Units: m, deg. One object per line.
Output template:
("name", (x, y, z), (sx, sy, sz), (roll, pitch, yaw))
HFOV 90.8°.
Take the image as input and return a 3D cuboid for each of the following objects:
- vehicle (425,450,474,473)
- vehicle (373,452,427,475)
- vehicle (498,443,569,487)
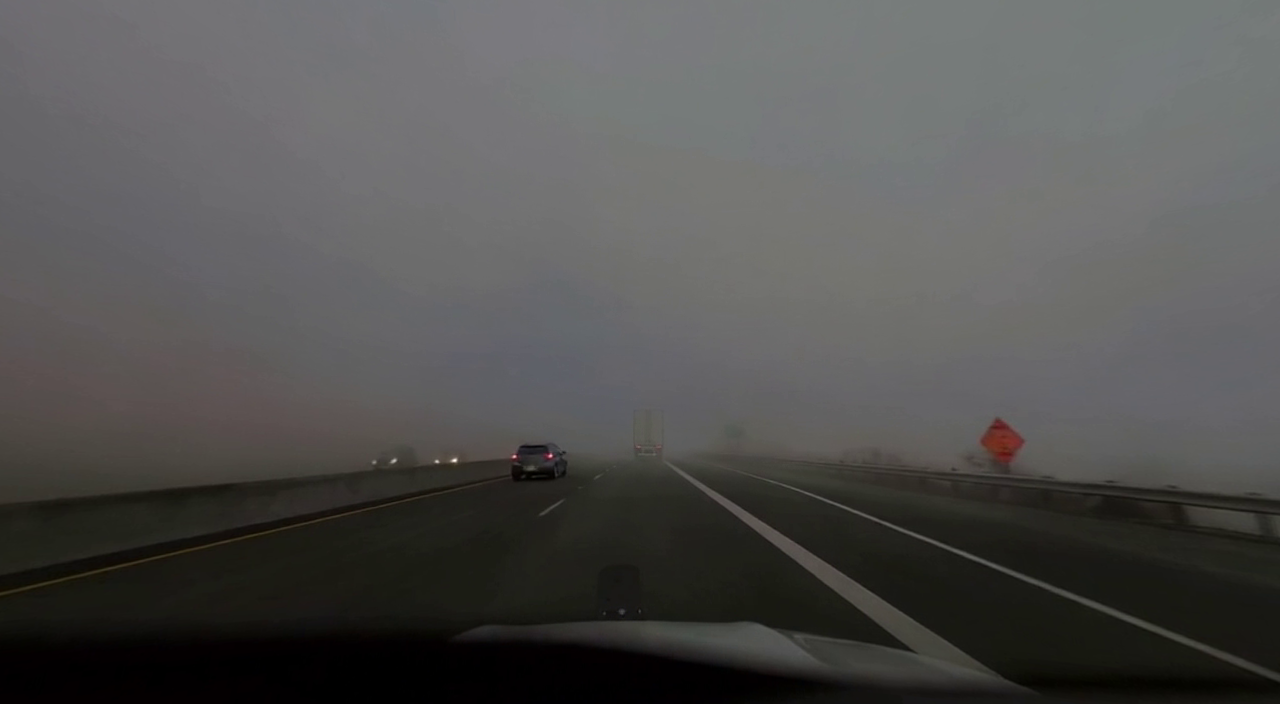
("vehicle", (-13.078, 7.518, 43.557), (1.958, 1.438, 4.420), (0, -9, 1))
("vehicle", (-17.068, 7.900, 45.119), (1.993, 1.507, 4.685), (0, -9, 1))
("vehicle", (-4.284, 4.637, 26.224), (2.016, 1.636, 4.964), (0, -9, 1))
